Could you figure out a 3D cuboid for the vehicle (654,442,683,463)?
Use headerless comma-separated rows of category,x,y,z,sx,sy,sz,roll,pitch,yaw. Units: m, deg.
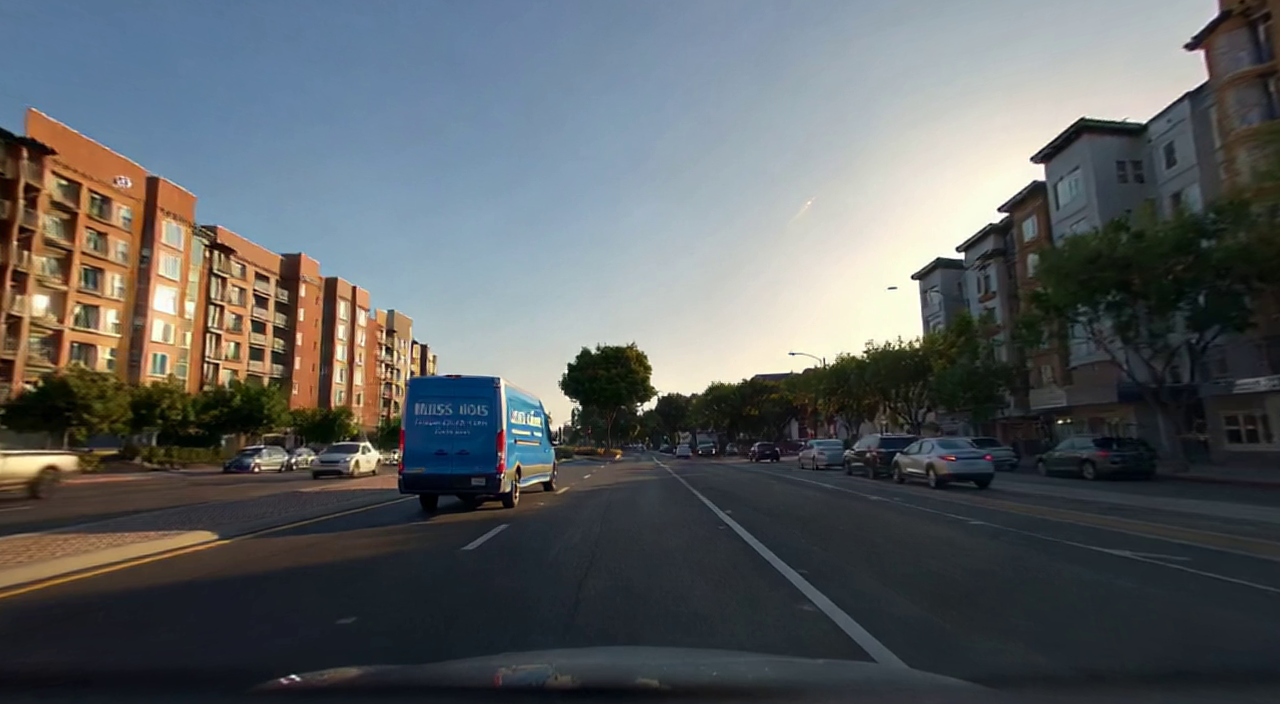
vehicle,2.122,7.656,48.354,1.878,1.534,4.120,0,-8,-3

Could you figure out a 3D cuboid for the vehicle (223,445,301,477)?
vehicle,-22.994,6.608,38.661,1.916,1.782,4.572,-1,-8,1

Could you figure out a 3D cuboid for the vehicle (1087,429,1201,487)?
vehicle,16.474,3.390,20.574,4.793,1.656,1.728,6,-10,-38

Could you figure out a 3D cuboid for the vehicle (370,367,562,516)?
vehicle,-3.967,2.324,16.555,2.763,2.974,7.562,0,-8,1

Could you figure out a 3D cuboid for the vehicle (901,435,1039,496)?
vehicle,9.085,3.136,17.813,1.802,1.504,3.797,0,-8,-1

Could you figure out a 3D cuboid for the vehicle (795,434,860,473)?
vehicle,8.998,4.896,30.690,1.766,1.725,4.221,0,-8,-2

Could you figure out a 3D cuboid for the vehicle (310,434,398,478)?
vehicle,-13.352,4.872,29.868,2.041,1.863,4.639,0,-8,-2

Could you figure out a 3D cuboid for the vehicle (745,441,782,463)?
vehicle,9.045,7.335,46.462,1.850,1.477,3.520,0,-8,-2
